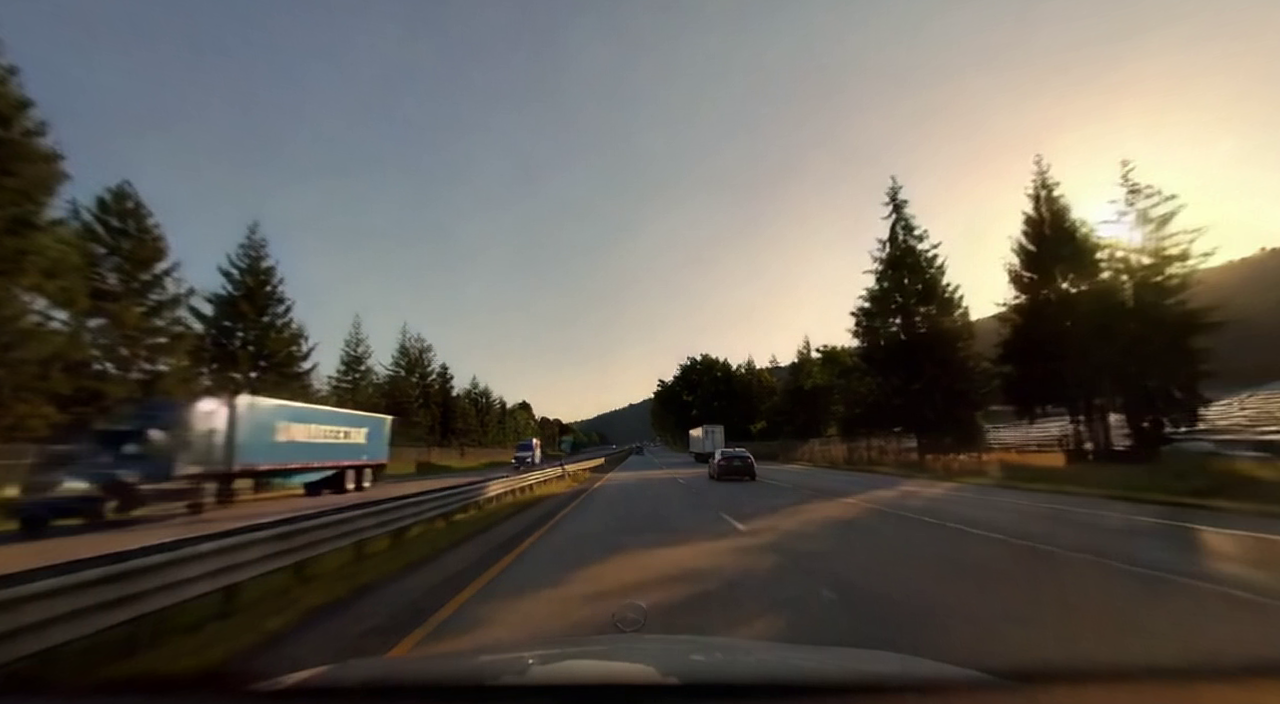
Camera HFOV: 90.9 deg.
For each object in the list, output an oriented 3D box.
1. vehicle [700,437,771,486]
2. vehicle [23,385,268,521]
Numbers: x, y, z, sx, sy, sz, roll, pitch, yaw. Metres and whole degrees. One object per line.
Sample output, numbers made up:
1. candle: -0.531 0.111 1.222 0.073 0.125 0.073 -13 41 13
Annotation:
1. vehicle: 3.680 4.321 25.028 2.093 1.742 4.167 0 -9 -1
2. vehicle: -15.721 3.297 20.831 3.060 3.798 5.974 0 -9 -1
